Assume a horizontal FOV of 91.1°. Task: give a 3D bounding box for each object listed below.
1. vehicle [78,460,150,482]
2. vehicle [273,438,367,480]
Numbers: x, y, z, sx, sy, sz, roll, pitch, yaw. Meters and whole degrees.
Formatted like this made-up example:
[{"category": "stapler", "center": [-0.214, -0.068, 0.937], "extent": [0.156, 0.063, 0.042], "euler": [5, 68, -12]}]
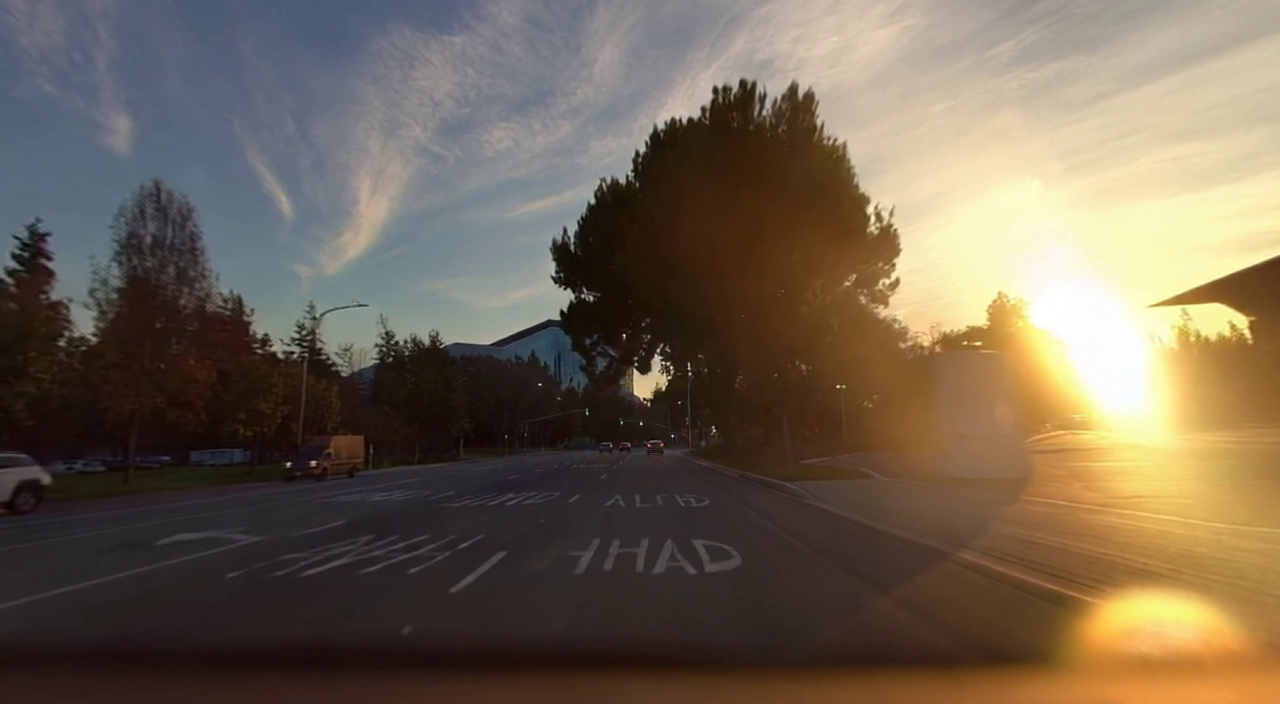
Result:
[{"category": "vehicle", "center": [-41.512, 9.383, 49.597], "extent": [4.294, 1.512, 1.800], "euler": [-4, -9, 6]}, {"category": "vehicle", "center": [-17.367, 5.802, 34.480], "extent": [2.331, 2.109, 5.400], "euler": [0, -8, 0]}]
